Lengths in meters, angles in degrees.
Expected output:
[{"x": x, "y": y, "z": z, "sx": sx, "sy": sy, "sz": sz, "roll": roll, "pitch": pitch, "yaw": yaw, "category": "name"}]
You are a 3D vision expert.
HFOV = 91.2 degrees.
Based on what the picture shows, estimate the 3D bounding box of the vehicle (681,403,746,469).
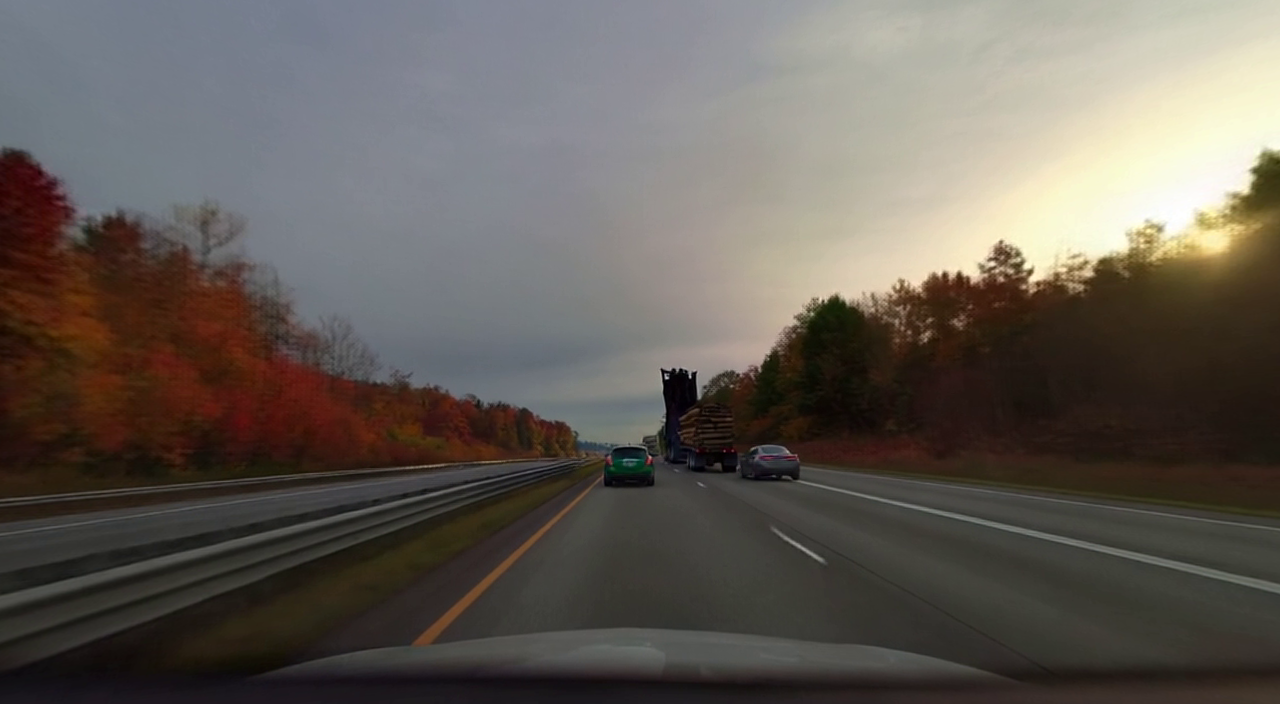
[{"x": 4.638, "y": 5.632, "z": 41.674, "sx": 3.125, "sy": 3.895, "sz": 8.461, "roll": 0, "pitch": -9, "yaw": -1, "category": "vehicle"}]

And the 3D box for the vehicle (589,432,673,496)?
[{"x": -0.248, "y": 3.322, "z": 18.942, "sx": 2.263, "sy": 1.699, "sz": 3.936, "roll": -1, "pitch": -9, "yaw": 0, "category": "vehicle"}]

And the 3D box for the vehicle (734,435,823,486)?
[{"x": 4.895, "y": 3.911, "z": 22.933, "sx": 2.057, "sy": 1.660, "sz": 4.525, "roll": 0, "pitch": -9, "yaw": -2, "category": "vehicle"}]
